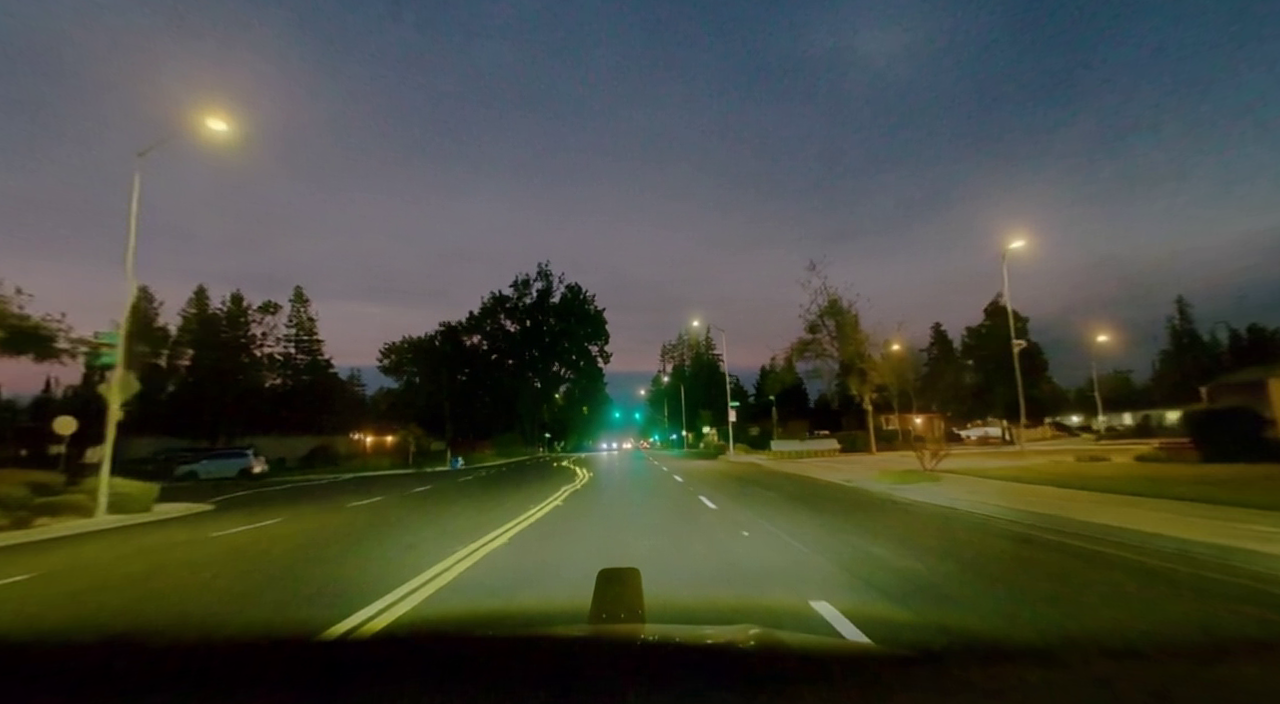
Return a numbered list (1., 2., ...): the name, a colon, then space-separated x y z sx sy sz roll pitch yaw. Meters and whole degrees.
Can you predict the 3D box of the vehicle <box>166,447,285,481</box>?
1. vehicle: -25.930 6.957 39.763 2.239 1.961 5.660 -6 -10 33
